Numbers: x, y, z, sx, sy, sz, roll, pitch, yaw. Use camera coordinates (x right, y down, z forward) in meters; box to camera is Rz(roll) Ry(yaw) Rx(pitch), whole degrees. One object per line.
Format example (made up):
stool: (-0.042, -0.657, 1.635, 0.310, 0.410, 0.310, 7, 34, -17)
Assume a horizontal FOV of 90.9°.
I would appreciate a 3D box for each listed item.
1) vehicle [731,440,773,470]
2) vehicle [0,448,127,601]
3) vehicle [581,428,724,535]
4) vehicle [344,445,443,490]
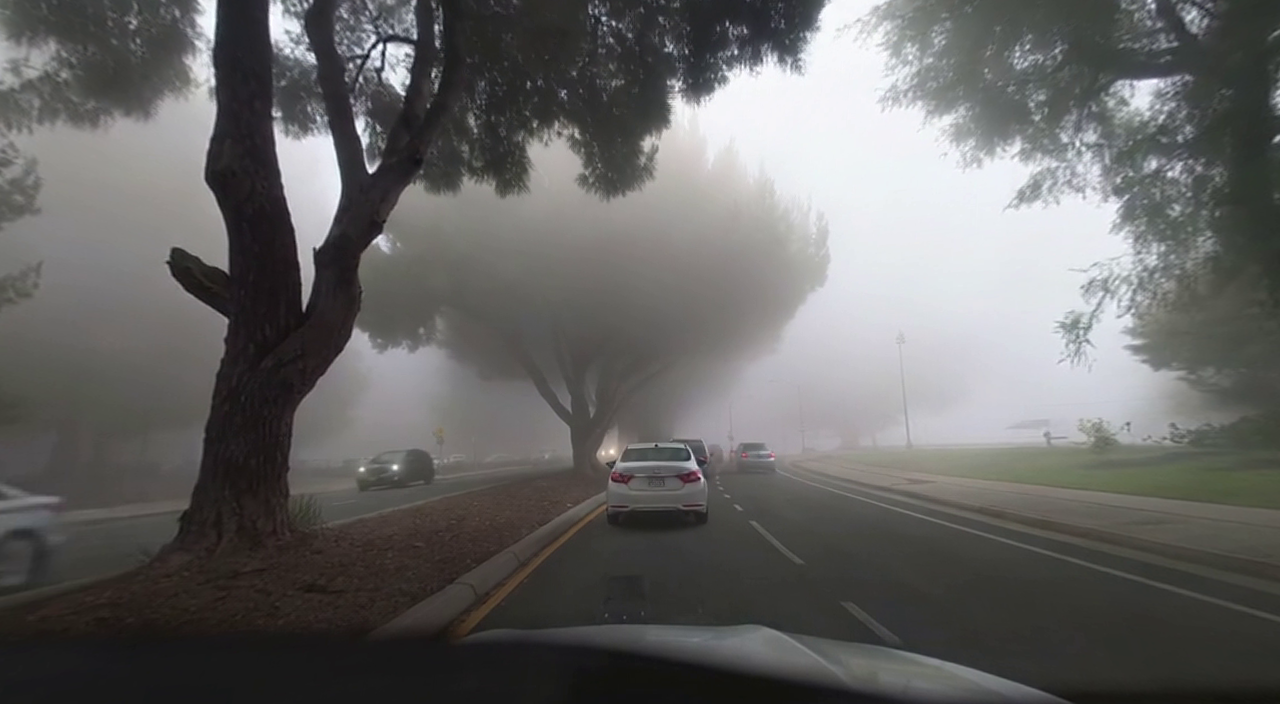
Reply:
vehicle: (6.049, 5.585, 34.514, 1.984, 1.507, 4.359, -1, -8, 6)
vehicle: (-7.259, 1.589, 5.395, 1.929, 1.463, 4.405, -1, -8, 2)
vehicle: (0.239, 2.254, 11.571, 2.154, 1.585, 3.997, -1, -8, 2)
vehicle: (-10.365, 4.870, 26.992, 2.068, 1.688, 4.665, -1, -8, 4)
